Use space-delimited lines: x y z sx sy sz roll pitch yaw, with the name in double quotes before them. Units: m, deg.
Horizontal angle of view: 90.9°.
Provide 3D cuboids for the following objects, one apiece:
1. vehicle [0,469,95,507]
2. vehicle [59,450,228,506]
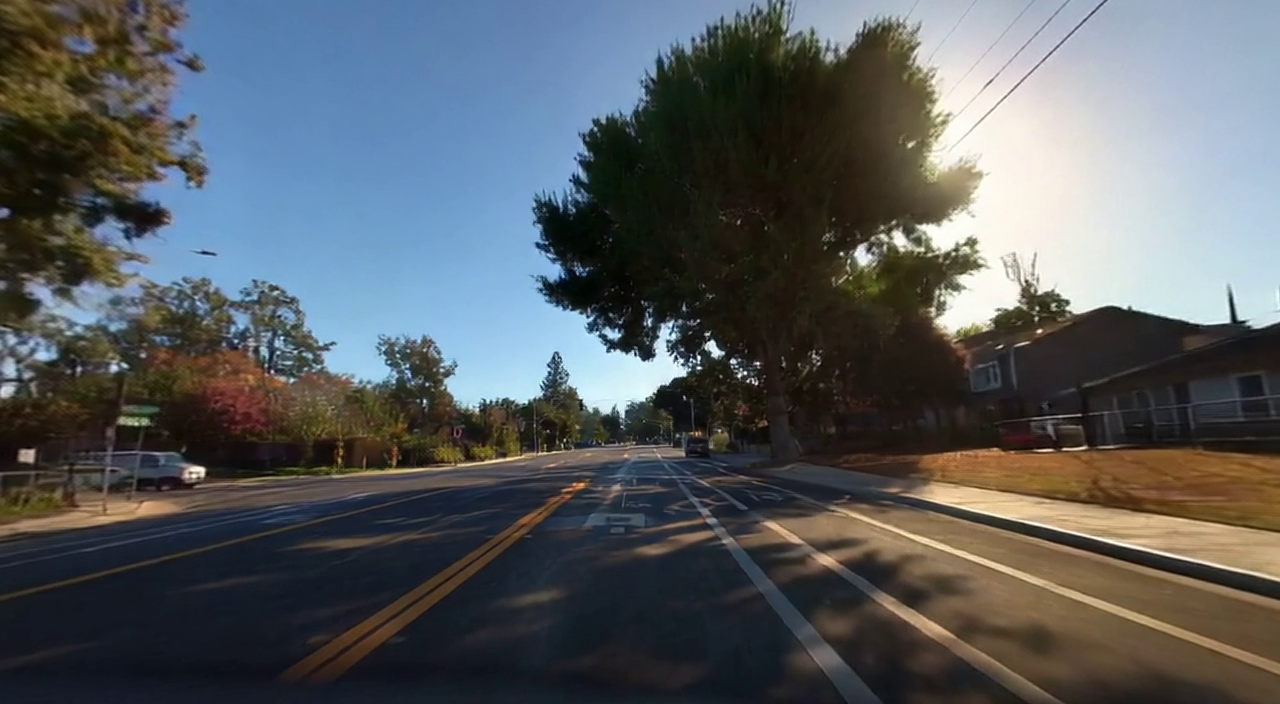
"vehicle" -27.763 6.048 28.150 4.696 1.518 2.224 0 -8 -2
"vehicle" -21.929 5.557 27.986 5.841 1.902 2.244 -5 -9 4
